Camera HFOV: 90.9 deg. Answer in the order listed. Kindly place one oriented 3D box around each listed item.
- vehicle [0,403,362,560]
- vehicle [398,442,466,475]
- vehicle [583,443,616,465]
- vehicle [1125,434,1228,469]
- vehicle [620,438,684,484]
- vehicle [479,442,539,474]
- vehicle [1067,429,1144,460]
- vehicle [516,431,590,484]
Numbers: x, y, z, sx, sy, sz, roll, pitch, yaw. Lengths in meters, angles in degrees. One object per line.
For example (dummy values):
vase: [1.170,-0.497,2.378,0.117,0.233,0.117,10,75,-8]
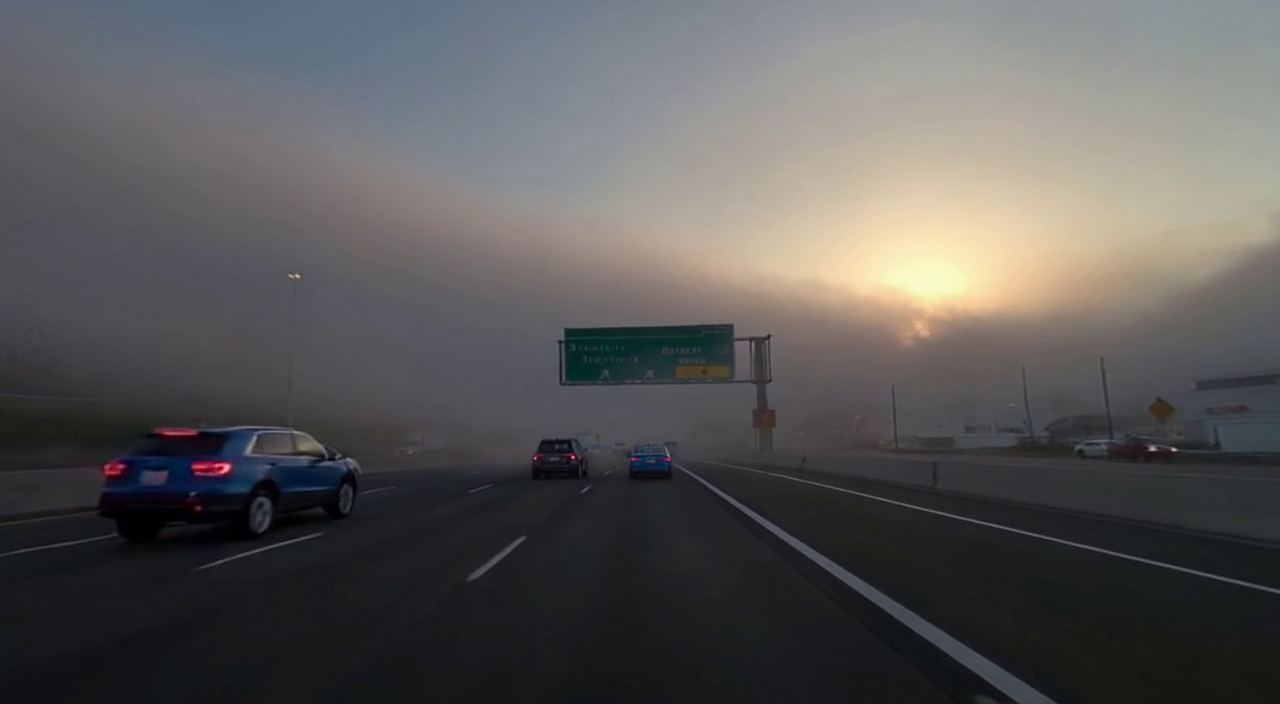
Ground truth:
vehicle: [-6.499,1.853,9.793,2.125,1.804,4.864,0,-8,0]
vehicle: [-10.083,5.158,30.910,1.861,1.495,4.007,0,-8,1]
vehicle: [-2.934,7.483,46.451,2.048,1.497,4.466,0,-8,1]
vehicle: [30.894,5.708,36.549,1.858,1.741,4.683,-2,-7,1]
vehicle: [0.404,3.886,22.738,2.090,1.474,3.970,0,-8,1]
vehicle: [-6.338,5.171,31.029,1.933,1.439,4.441,0,-8,1]
vehicle: [30.899,6.184,41.998,1.939,1.888,3.984,0,-9,-1]
vehicle: [-3.076,3.825,23.191,2.007,1.730,4.412,0,-8,1]
